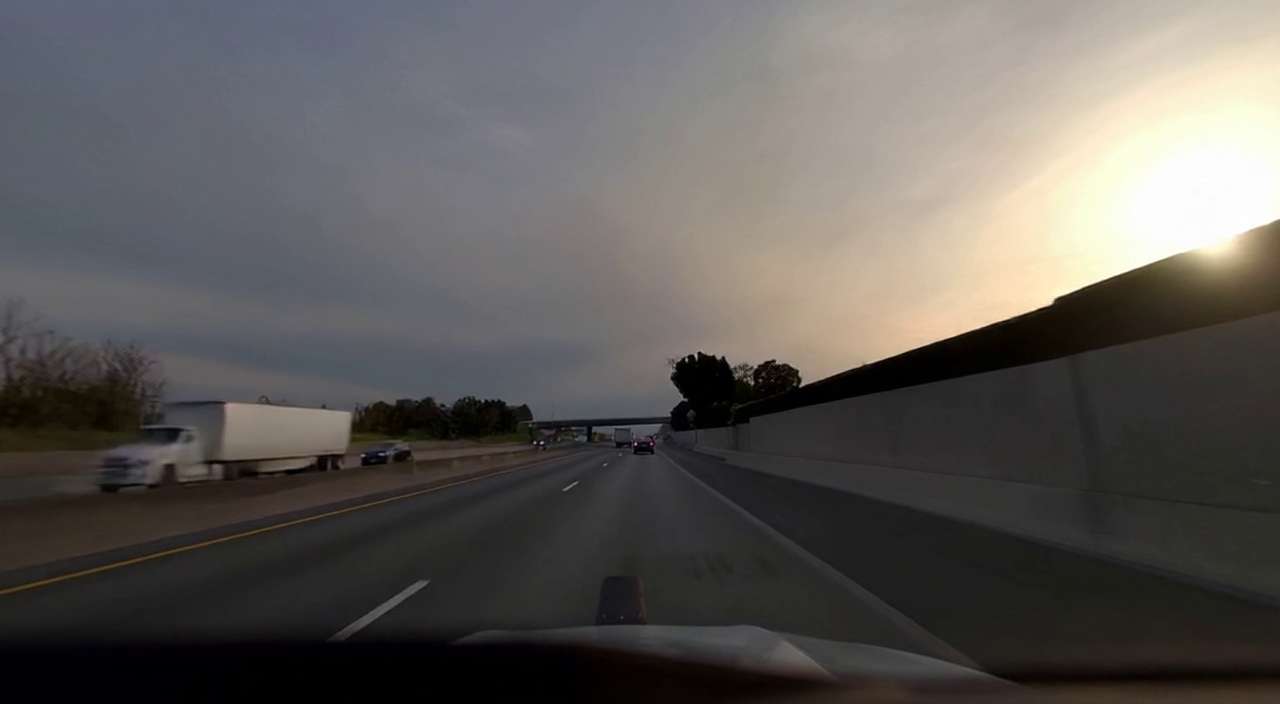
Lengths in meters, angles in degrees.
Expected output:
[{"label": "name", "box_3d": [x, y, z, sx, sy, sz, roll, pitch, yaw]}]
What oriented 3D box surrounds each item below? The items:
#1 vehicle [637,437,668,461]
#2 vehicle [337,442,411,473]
[{"label": "vehicle", "box_3d": [0.805, 6.513, 42.343, 2.030, 1.523, 4.114, 0, -8, 0]}, {"label": "vehicle", "box_3d": [-14.236, 5.636, 33.988, 1.892, 1.511, 4.694, 0, -8, 1]}]
